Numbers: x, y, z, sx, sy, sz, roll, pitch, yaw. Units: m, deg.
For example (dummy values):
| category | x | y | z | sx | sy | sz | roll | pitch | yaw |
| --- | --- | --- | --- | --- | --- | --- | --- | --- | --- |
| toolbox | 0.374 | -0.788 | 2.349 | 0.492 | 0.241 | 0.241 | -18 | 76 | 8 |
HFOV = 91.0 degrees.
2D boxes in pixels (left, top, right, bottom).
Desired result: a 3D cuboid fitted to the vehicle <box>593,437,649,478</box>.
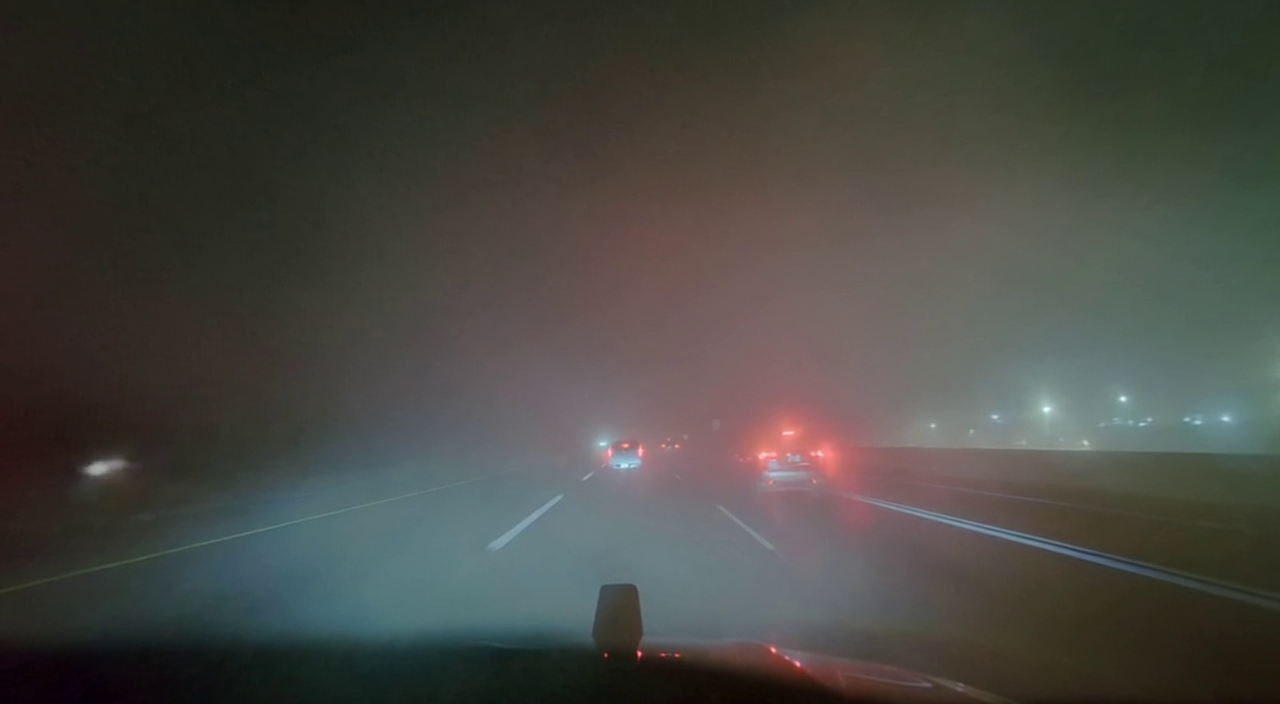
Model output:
| category | x | y | z | sx | sy | sz | roll | pitch | yaw |
| --- | --- | --- | --- | --- | --- | --- | --- | --- | --- |
| vehicle | -0.741 | 4.365 | 26.325 | 2.147 | 1.576 | 3.964 | 0 | -8 | 0 |
